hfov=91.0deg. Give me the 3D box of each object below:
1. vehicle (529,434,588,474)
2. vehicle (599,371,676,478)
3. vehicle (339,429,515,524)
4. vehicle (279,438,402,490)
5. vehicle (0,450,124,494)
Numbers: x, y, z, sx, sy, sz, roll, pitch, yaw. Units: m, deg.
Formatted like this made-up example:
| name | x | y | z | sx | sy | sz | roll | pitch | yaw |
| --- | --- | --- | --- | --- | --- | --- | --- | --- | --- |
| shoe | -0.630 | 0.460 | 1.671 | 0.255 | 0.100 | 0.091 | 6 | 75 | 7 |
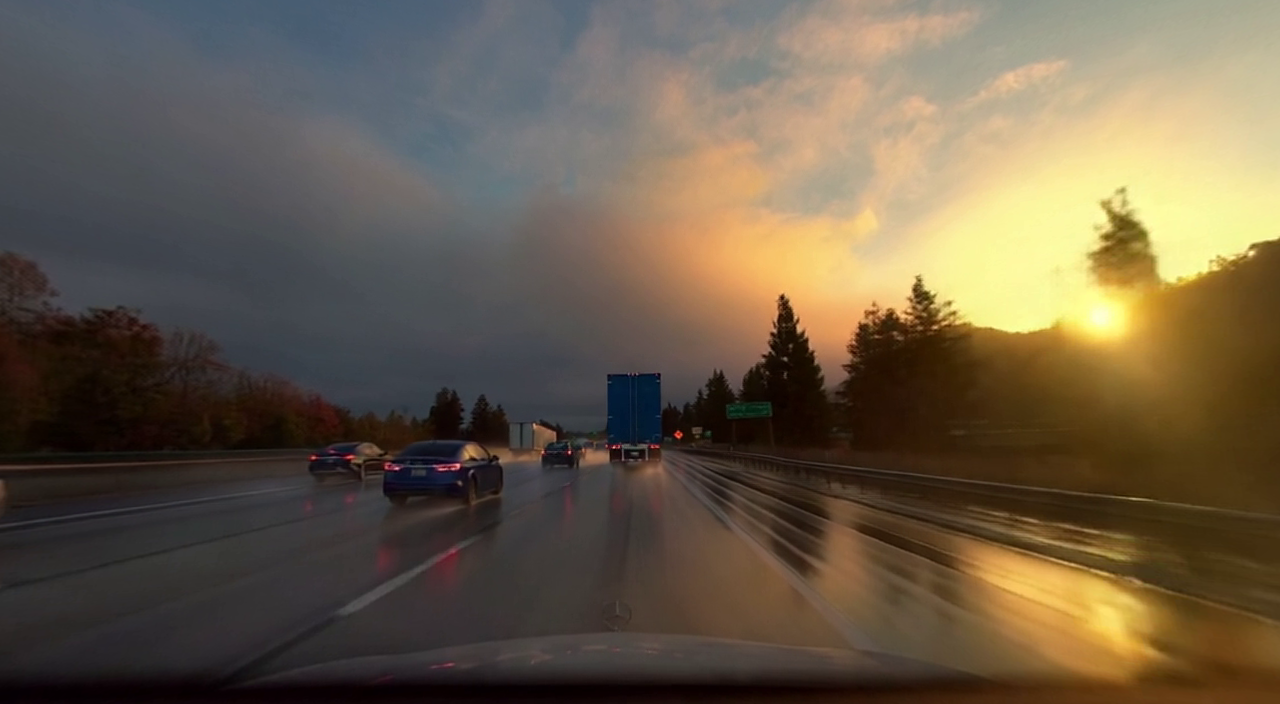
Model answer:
| name | x | y | z | sx | sy | sz | roll | pitch | yaw |
| --- | --- | --- | --- | --- | --- | --- | --- | --- | --- |
| vehicle | -3.682 | 4.686 | 29.119 | 2.158 | 1.680 | 4.087 | 0 | -8 | 1 |
| vehicle | -0.246 | 3.545 | 29.604 | 2.913 | 4.113 | 10.724 | 0 | -8 | -2 |
| vehicle | -4.019 | 2.400 | 12.732 | 2.164 | 1.582 | 3.979 | 0 | -8 | 0 |
| vehicle | -9.518 | 3.572 | 20.441 | 1.863 | 1.474 | 4.278 | 0 | -8 | 0 |
| vehicle | -21.299 | 4.356 | 23.209 | 1.589 | 1.417 | 3.438 | 0 | -8 | -1 |
